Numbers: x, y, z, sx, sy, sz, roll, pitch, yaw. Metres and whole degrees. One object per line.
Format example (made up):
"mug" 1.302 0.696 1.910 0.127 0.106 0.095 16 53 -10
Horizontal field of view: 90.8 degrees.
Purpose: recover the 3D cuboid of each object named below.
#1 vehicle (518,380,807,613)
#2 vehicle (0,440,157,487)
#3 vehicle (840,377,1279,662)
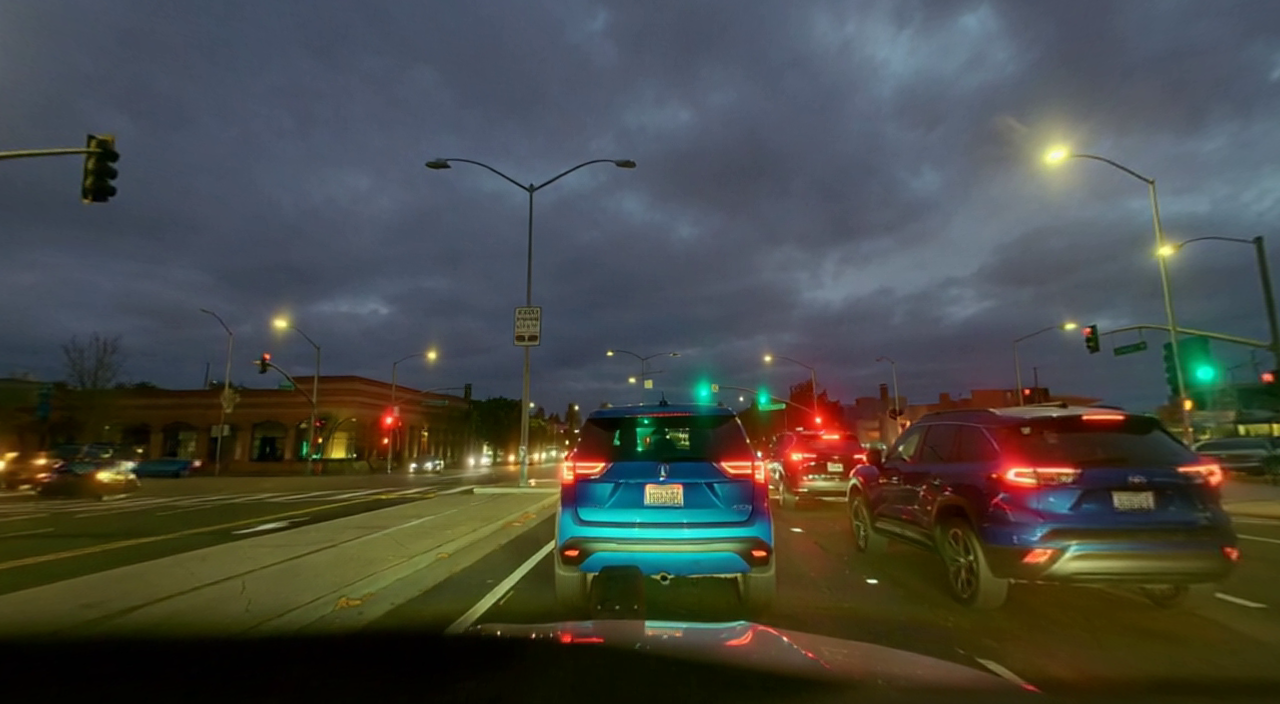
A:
"vehicle" 0.219 1.476 7.308 2.292 1.840 4.394 0 -9 1
"vehicle" -24.555 4.838 27.549 5.062 1.946 2.243 0 -9 -1
"vehicle" 3.559 1.325 6.010 2.018 1.701 4.288 0 -9 2
